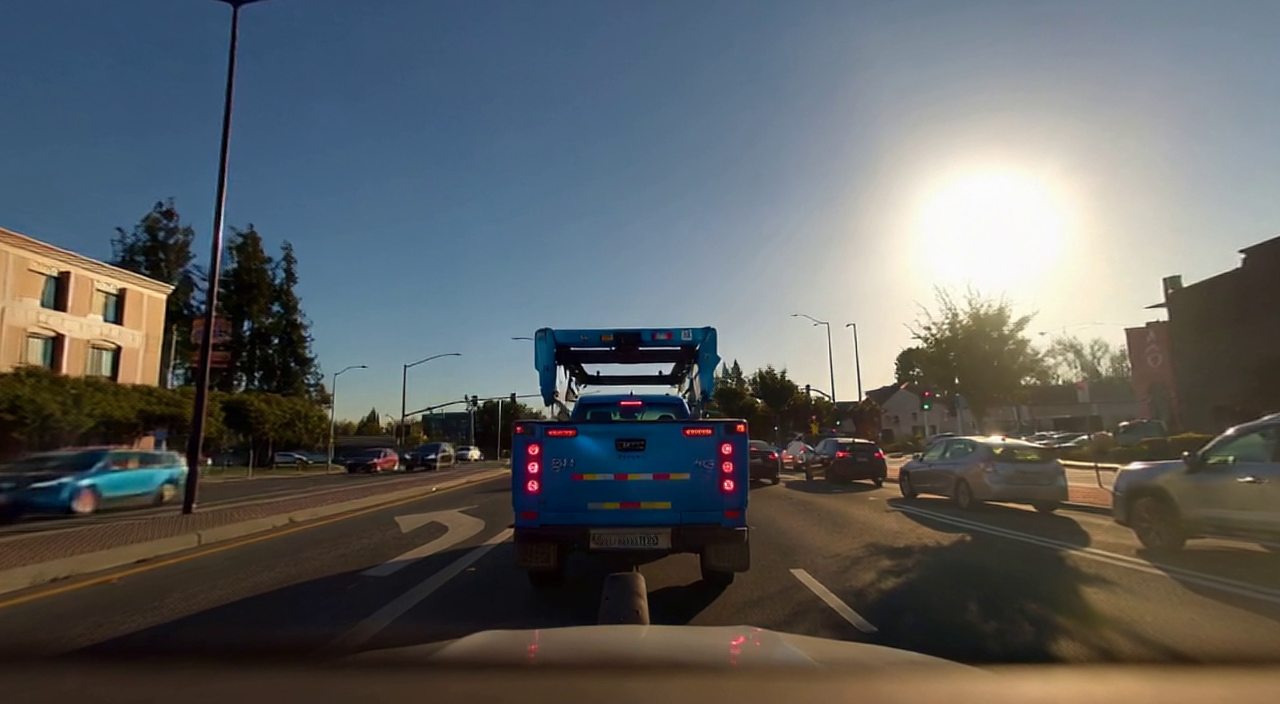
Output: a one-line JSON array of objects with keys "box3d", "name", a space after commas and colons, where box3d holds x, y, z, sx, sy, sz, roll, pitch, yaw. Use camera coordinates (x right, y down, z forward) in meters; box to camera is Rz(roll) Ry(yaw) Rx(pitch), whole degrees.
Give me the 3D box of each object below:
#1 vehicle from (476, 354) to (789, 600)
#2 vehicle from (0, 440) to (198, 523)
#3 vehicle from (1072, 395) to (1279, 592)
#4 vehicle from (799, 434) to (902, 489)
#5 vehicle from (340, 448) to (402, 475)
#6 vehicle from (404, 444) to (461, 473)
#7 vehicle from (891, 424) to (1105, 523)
[{"box3d": [-0.106, 1.490, 8.387, 2.682, 2.117, 5.706, 0, -9, -1], "name": "vehicle"}, {"box3d": [-11.985, 2.752, 13.914, 1.781, 1.558, 3.688, 0, -9, 0], "name": "vehicle"}, {"box3d": [6.822, 1.342, 6.128, 2.023, 1.771, 4.488, 0, -9, 0], "name": "vehicle"}, {"box3d": [7.073, 3.722, 21.787, 1.953, 1.665, 4.327, 0, -9, -2], "name": "vehicle"}, {"box3d": [-16.044, 6.530, 37.888, 1.805, 1.466, 4.341, 0, -9, 0], "name": "vehicle"}, {"box3d": [-12.515, 6.423, 38.366, 1.928, 1.591, 4.509, 0, -9, 0], "name": "vehicle"}, {"box3d": [7.069, 2.436, 13.149, 1.931, 1.692, 4.267, 0, -9, 0], "name": "vehicle"}]
